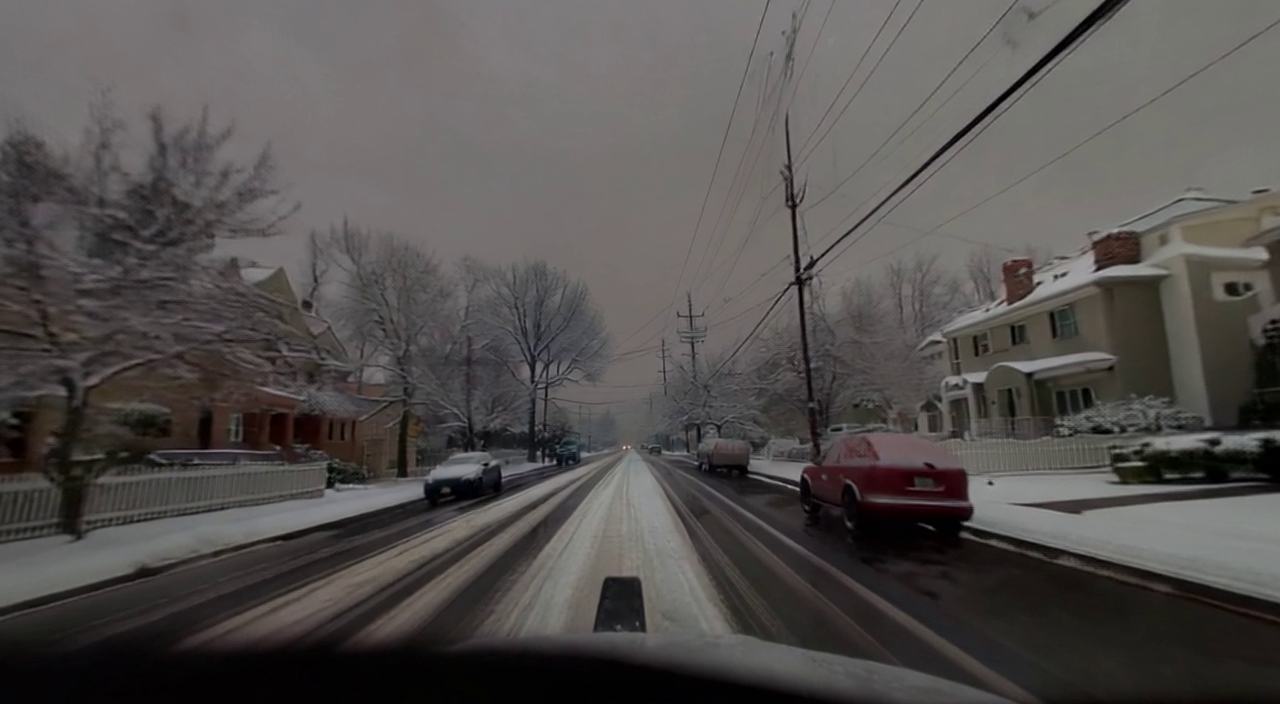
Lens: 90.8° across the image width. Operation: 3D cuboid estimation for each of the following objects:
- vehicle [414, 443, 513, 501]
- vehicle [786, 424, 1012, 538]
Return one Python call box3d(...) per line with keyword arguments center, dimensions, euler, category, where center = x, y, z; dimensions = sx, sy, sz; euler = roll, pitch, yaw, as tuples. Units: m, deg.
box3d(center=(-5.915, 4.043, 21.859), dimensions=(1.954, 1.551, 5.128), euler=(-3, -7, 0), category="vehicle")
box3d(center=(4.085, 2.093, 10.822), dimensions=(2.020, 1.558, 3.925), euler=(0, -8, -3), category="vehicle")
